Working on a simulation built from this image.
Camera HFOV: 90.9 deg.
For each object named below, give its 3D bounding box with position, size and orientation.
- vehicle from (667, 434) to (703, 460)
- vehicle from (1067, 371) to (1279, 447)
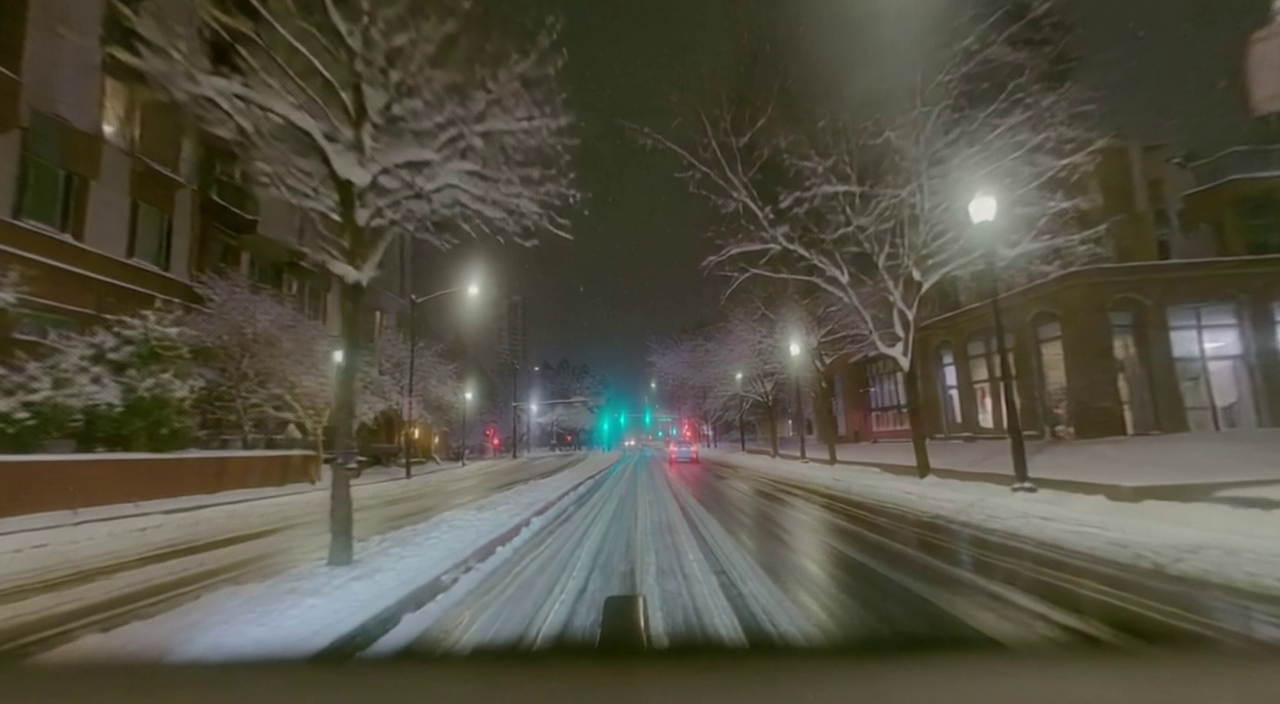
[{"bbox_3d":[3.015,6.509,43.276,2.129,1.719,4.205,0,-8,0],"label":"vehicle"},{"bbox_3d":[18.200,1.933,21.533,5.640,2.310,2.101,2,-5,4],"label":"vehicle"}]
